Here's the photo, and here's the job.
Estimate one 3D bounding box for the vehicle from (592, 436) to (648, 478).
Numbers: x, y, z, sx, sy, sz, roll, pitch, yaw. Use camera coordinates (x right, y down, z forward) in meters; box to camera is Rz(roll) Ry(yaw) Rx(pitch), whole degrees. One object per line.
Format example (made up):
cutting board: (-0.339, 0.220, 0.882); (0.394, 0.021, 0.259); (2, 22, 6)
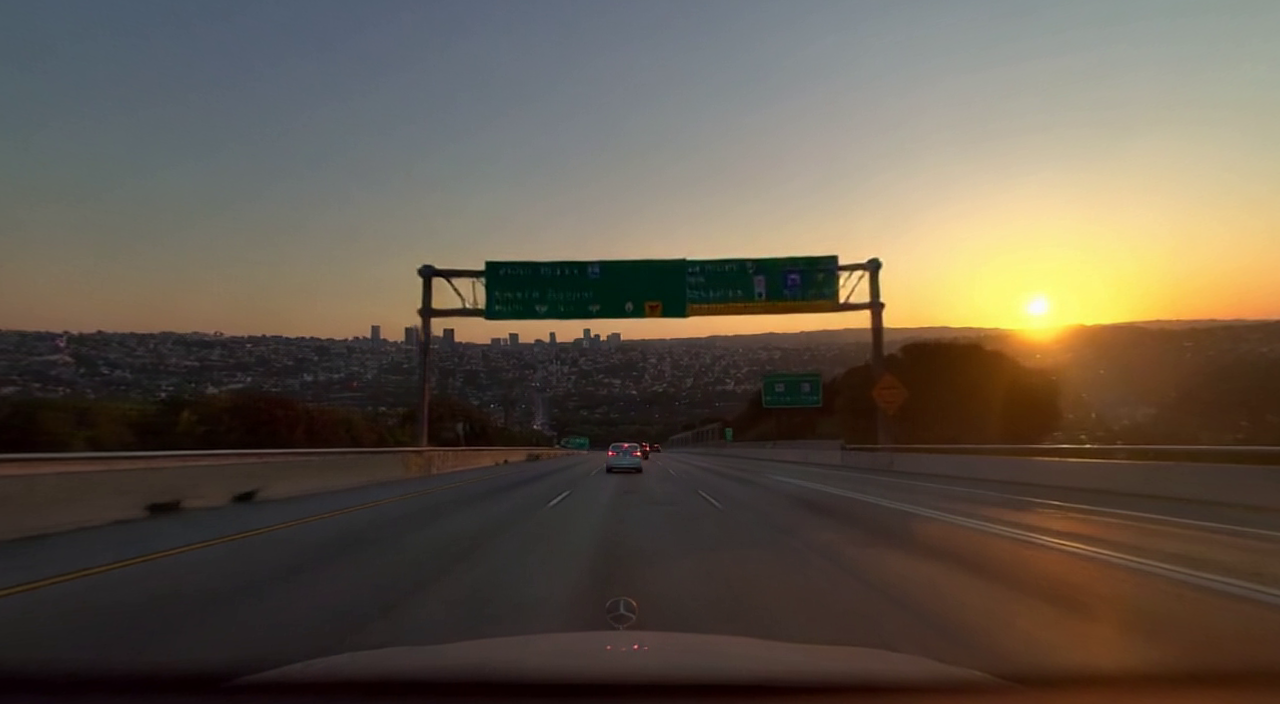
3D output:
vehicle: (-0.787, 4.307, 25.973); (2.147, 1.576, 3.964); (0, -8, -1)
